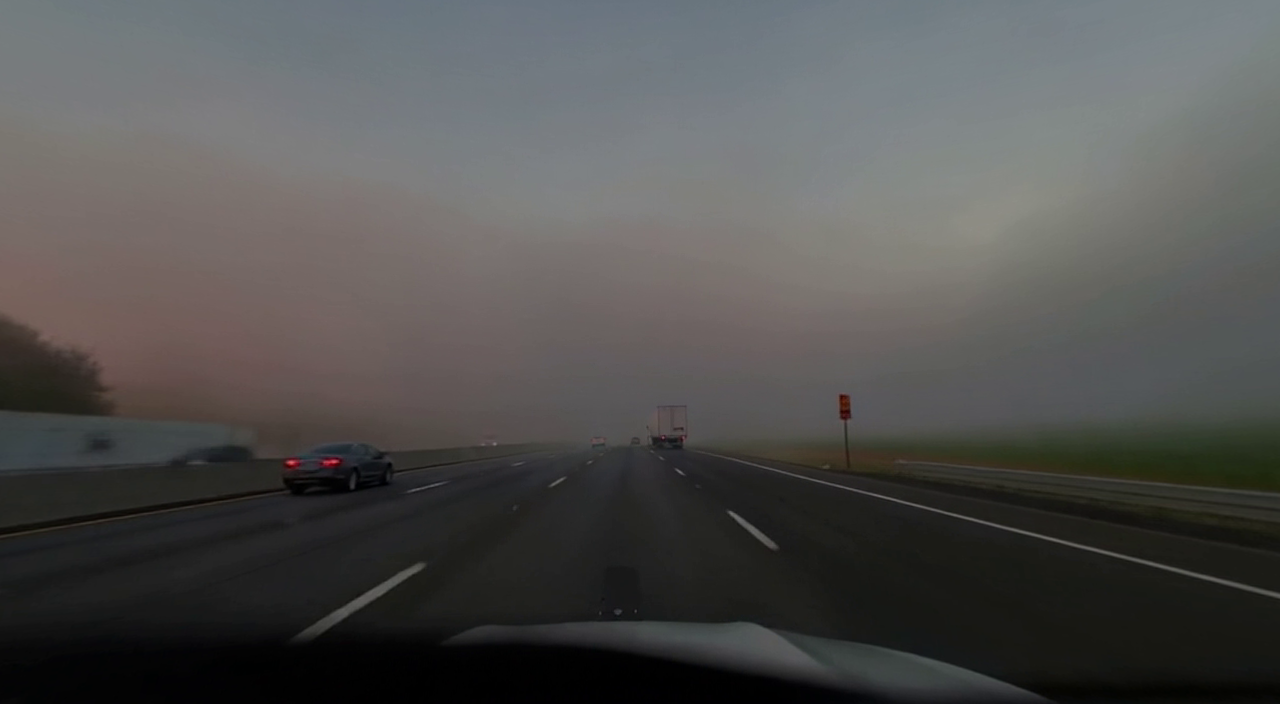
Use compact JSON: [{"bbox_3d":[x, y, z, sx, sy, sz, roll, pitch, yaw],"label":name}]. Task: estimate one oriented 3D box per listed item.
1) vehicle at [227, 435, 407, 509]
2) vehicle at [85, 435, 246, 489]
[{"bbox_3d":[-7.260,2.685,14.775,2.018,1.454,4.290,0,-8,-1],"label":"vehicle"},{"bbox_3d":[-15.898,3.667,21.512,1.954,1.599,4.597,0,-8,-1],"label":"vehicle"}]
